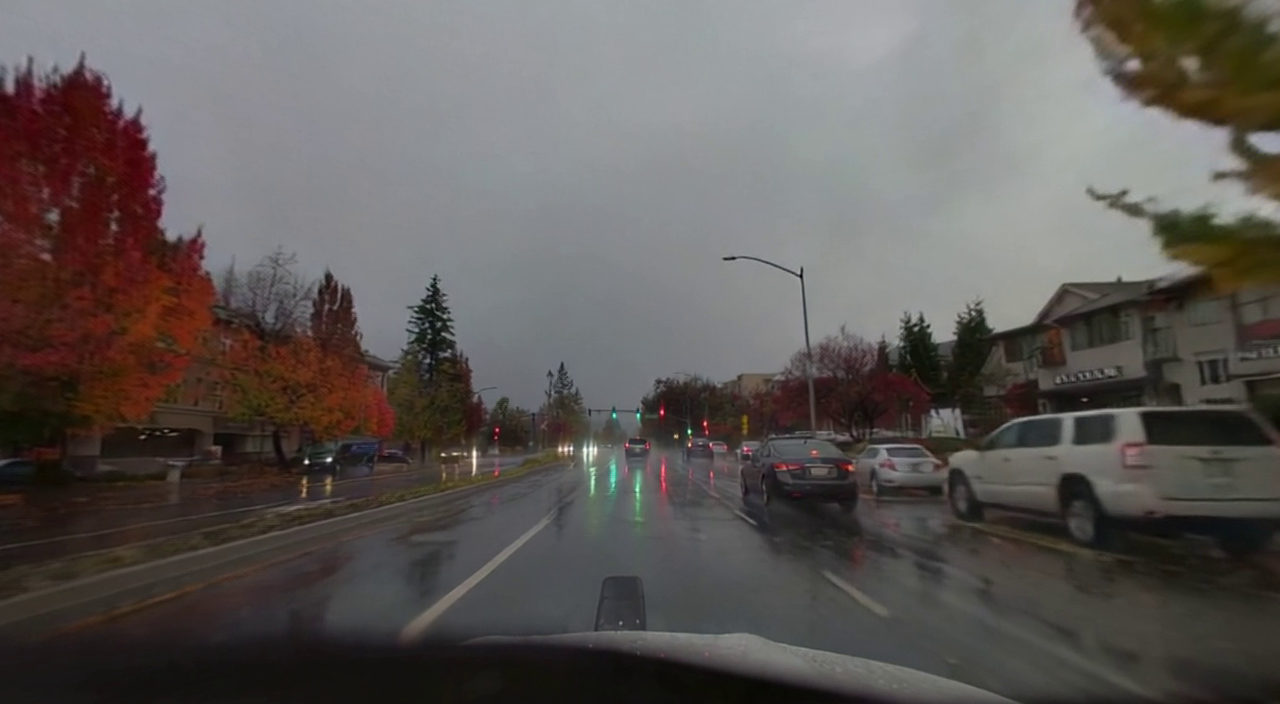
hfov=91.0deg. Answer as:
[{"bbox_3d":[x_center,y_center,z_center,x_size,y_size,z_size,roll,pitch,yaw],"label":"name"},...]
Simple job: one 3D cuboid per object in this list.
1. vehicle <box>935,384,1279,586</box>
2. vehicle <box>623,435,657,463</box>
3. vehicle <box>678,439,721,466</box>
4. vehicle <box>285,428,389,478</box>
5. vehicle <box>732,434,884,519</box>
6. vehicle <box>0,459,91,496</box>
[{"bbox_3d":[6.841,1.713,9.059,2.378,1.946,5.826,0,-8,0],"label":"vehicle"},{"bbox_3d":[0.015,6.713,43.636,2.239,1.856,4.815,0,-8,0],"label":"vehicle"},{"bbox_3d":[3.560,6.131,38.556,2.178,1.546,4.311,0,-8,0],"label":"vehicle"},{"bbox_3d":[-22.271,7.495,47.115,2.961,3.271,9.547,0,-9,1],"label":"vehicle"},{"bbox_3d":[3.349,2.572,13.604,1.977,1.498,4.521,0,-8,-1],"label":"vehicle"},{"bbox_3d":[-30.530,6.232,31.449,4.370,1.725,2.052,-1,-9,5],"label":"vehicle"}]
